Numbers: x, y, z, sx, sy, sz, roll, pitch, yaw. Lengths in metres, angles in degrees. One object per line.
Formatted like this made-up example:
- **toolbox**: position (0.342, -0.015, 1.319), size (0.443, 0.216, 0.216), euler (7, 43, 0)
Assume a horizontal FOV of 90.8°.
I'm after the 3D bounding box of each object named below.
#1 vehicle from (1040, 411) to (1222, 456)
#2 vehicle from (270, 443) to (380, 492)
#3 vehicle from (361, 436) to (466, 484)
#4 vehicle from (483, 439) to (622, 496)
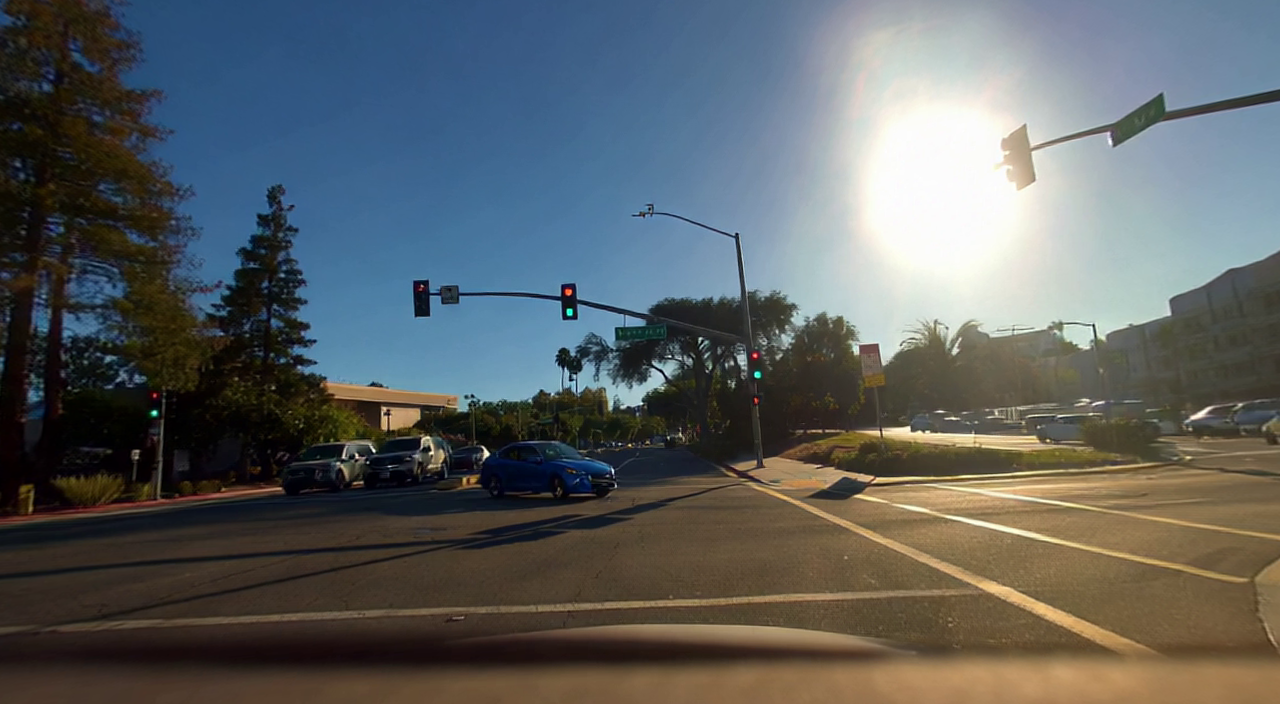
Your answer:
- **vehicle**: position (16.948, 2.901, 22.112), size (4.560, 1.453, 1.851), euler (-3, -9, 18)
- **vehicle**: position (-13.771, 5.057, 28.047), size (2.306, 1.957, 4.968), euler (0, -9, -1)
- **vehicle**: position (-10.154, 4.913, 28.982), size (2.664, 1.940, 5.702), euler (0, -9, 0)
- **vehicle**: position (-2.752, 3.410, 19.067), size (2.071, 1.470, 4.592), euler (7, -11, -38)
